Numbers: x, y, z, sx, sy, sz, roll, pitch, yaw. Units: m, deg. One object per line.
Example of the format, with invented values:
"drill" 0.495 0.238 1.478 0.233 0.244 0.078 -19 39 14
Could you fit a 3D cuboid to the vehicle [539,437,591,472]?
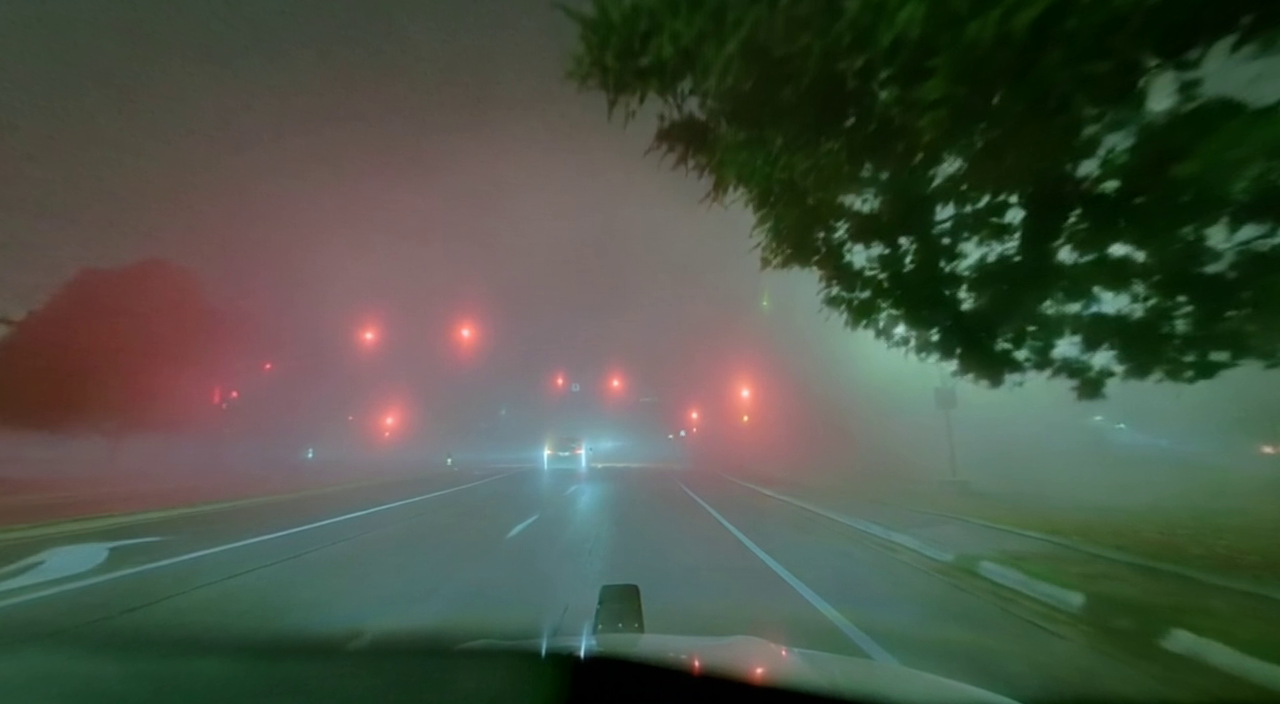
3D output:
"vehicle" -3.604 5.041 31.332 2.076 1.599 4.483 0 -9 -1
